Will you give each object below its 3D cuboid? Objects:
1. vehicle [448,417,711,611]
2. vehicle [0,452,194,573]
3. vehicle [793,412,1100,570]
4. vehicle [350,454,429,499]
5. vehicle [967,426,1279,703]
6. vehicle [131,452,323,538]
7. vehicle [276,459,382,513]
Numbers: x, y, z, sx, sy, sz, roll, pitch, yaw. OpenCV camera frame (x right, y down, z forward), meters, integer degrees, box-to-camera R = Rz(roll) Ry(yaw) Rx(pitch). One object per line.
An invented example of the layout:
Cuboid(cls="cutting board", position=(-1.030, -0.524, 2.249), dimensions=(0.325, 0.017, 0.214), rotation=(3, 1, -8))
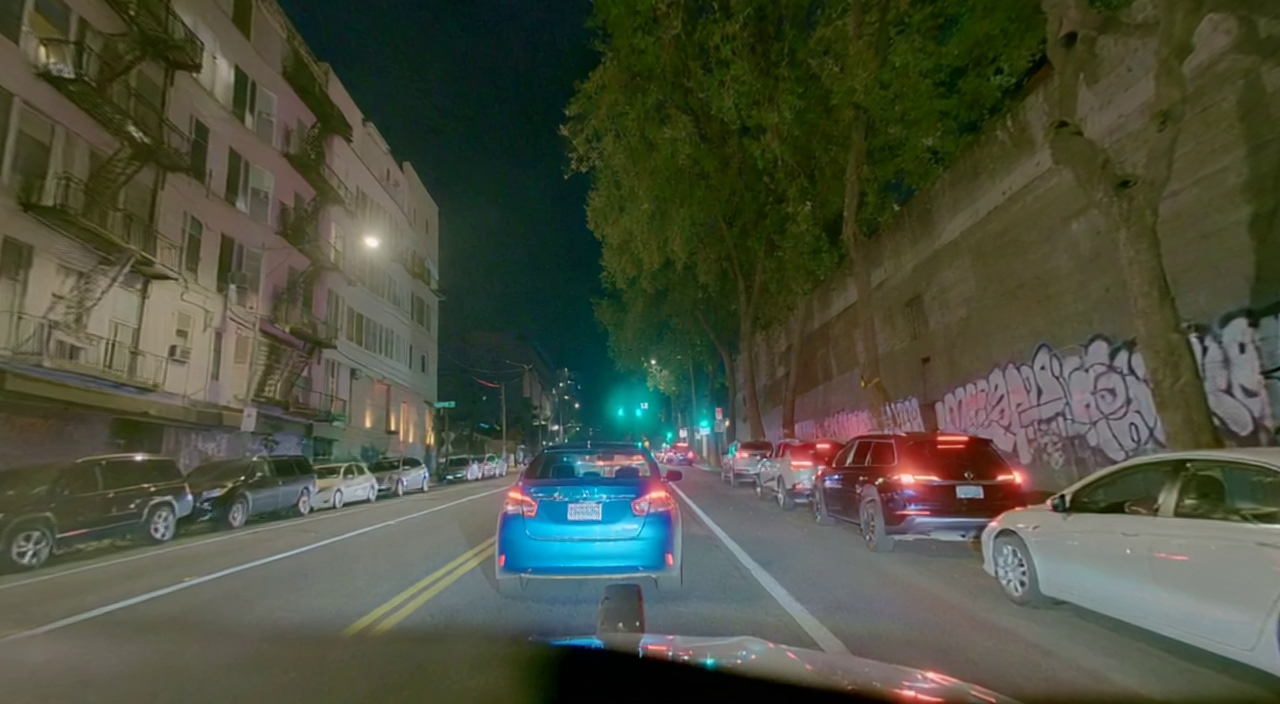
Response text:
Cuboid(cls="vehicle", position=(-0.502, 1.660, 7.434), dimensions=(2.166, 1.579, 4.300), rotation=(0, -8, 0))
Cuboid(cls="vehicle", position=(-10.853, 2.894, 11.614), dimensions=(1.988, 1.781, 4.827), rotation=(-8, -8, -4))
Cuboid(cls="vehicle", position=(4.199, 2.000, 10.007), dimensions=(2.097, 1.811, 5.230), rotation=(0, -8, -2))
Cuboid(cls="vehicle", position=(-11.022, 5.445, 28.074), dimensions=(1.822, 1.639, 4.144), rotation=(-5, -8, 0))
Cuboid(cls="vehicle", position=(4.261, 1.319, 3.989), dimensions=(1.955, 1.535, 4.266), rotation=(4, -9, -3))
Cuboid(cls="vehicle", position=(-10.874, 3.714, 17.127), dimensions=(2.276, 1.741, 4.439), rotation=(-6, -8, -1))
Cuboid(cls="vehicle", position=(-11.057, 4.741, 22.788), dimensions=(1.741, 1.506, 4.370), rotation=(-5, -8, -2))
